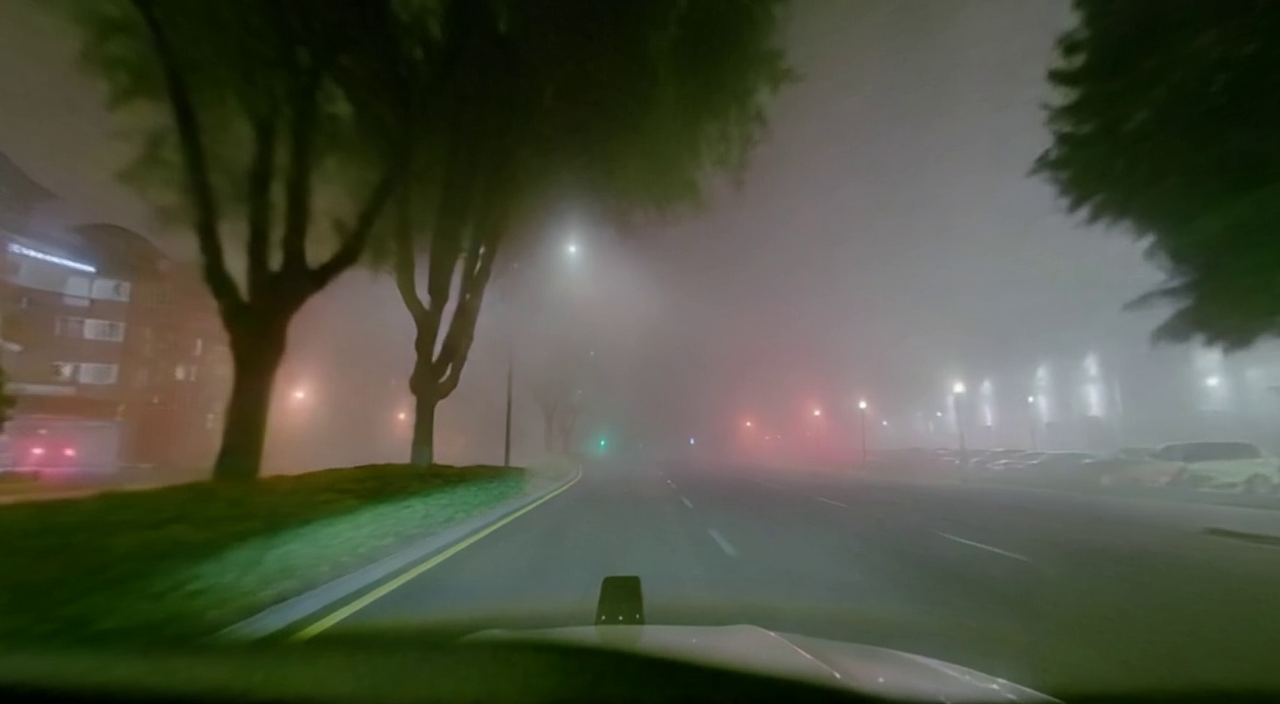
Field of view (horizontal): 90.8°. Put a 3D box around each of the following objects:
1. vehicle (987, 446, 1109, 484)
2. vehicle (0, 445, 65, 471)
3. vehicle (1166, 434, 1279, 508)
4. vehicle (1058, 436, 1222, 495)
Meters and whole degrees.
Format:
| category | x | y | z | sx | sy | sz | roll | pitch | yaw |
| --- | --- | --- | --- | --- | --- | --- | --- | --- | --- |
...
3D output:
| category | x | y | z | sx | sy | sz | roll | pitch | yaw |
| --- | --- | --- | --- | --- | --- | --- | --- | --- | --- |
| vehicle | 17.124 | 4.695 | 26.566 | 4.112 | 1.474 | 2.112 | 3 | -9 | -20 |
| vehicle | -37.040 | 6.220 | 37.141 | 4.369 | 1.465 | 1.900 | 1 | -9 | -5 |
| vehicle | 15.659 | 2.819 | 15.050 | 2.006 | 1.683 | 4.643 | 0 | -9 | -4 |
| vehicle | 16.094 | 3.666 | 20.728 | 1.950 | 1.704 | 4.518 | -1 | -9 | 5 |
